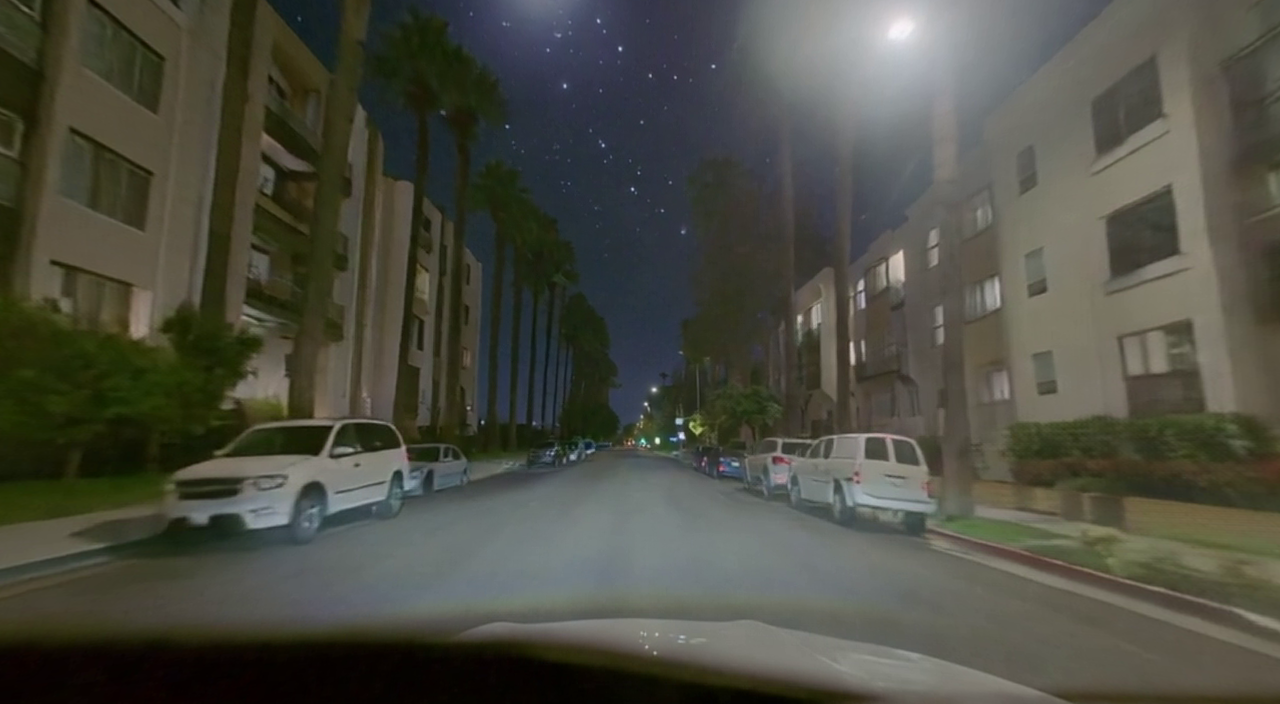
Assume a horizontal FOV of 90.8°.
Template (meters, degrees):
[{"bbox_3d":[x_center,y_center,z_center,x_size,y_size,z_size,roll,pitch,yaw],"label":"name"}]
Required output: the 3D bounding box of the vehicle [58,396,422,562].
[{"bbox_3d":[-5.614,1.916,10.214,2.358,1.905,5.615,0,-9,-2],"label":"vehicle"}]

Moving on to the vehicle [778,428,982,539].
[{"bbox_3d":[4.418,2.484,12.635,1.969,1.782,4.677,1,-9,-4],"label":"vehicle"}]

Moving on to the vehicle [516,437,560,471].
[{"bbox_3d":[-6.013,6.068,37.769,1.947,1.806,4.413,2,-8,-2],"label":"vehicle"}]
